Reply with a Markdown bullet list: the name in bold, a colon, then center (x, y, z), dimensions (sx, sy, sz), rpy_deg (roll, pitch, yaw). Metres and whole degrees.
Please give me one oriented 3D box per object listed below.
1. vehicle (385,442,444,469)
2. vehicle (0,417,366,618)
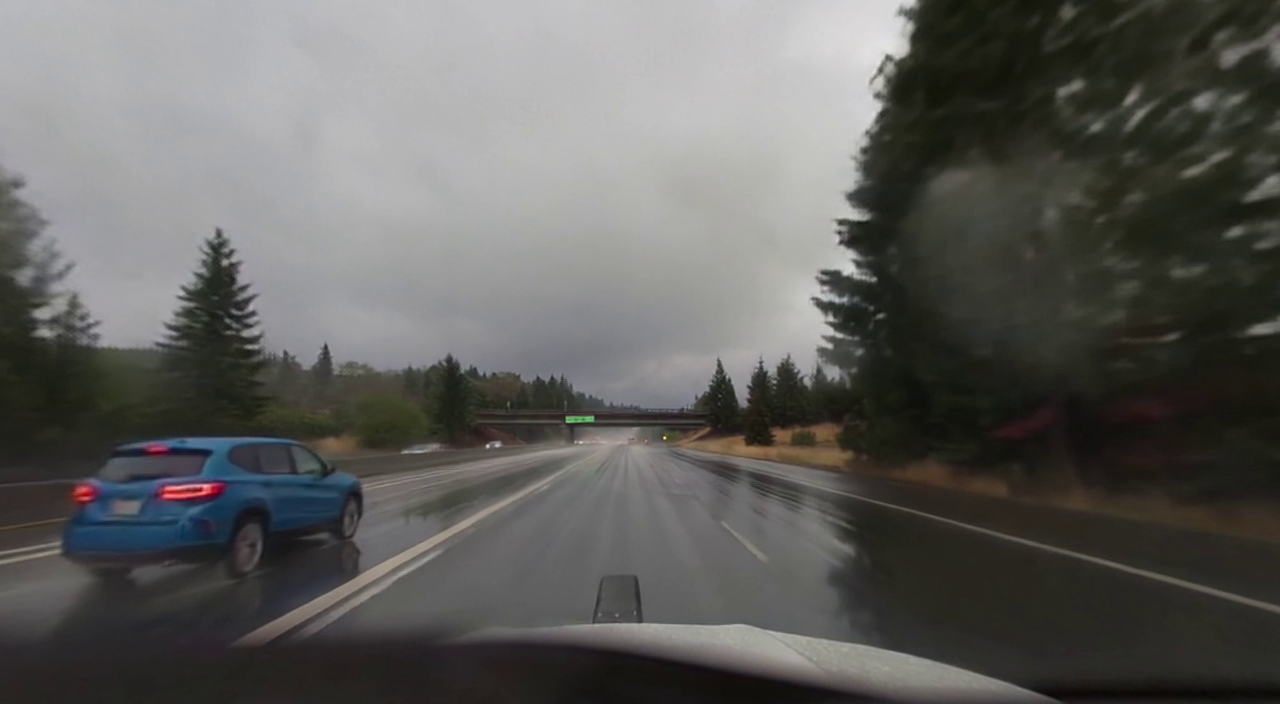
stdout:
- **vehicle**: center (-13.679, 6.307, 38.532), dimensions (1.936, 1.472, 4.802), rpy_deg (0, -8, -1)
- **vehicle**: center (-4.748, 1.511, 6.740), dimensions (1.965, 1.513, 3.774), rpy_deg (0, -8, -1)
